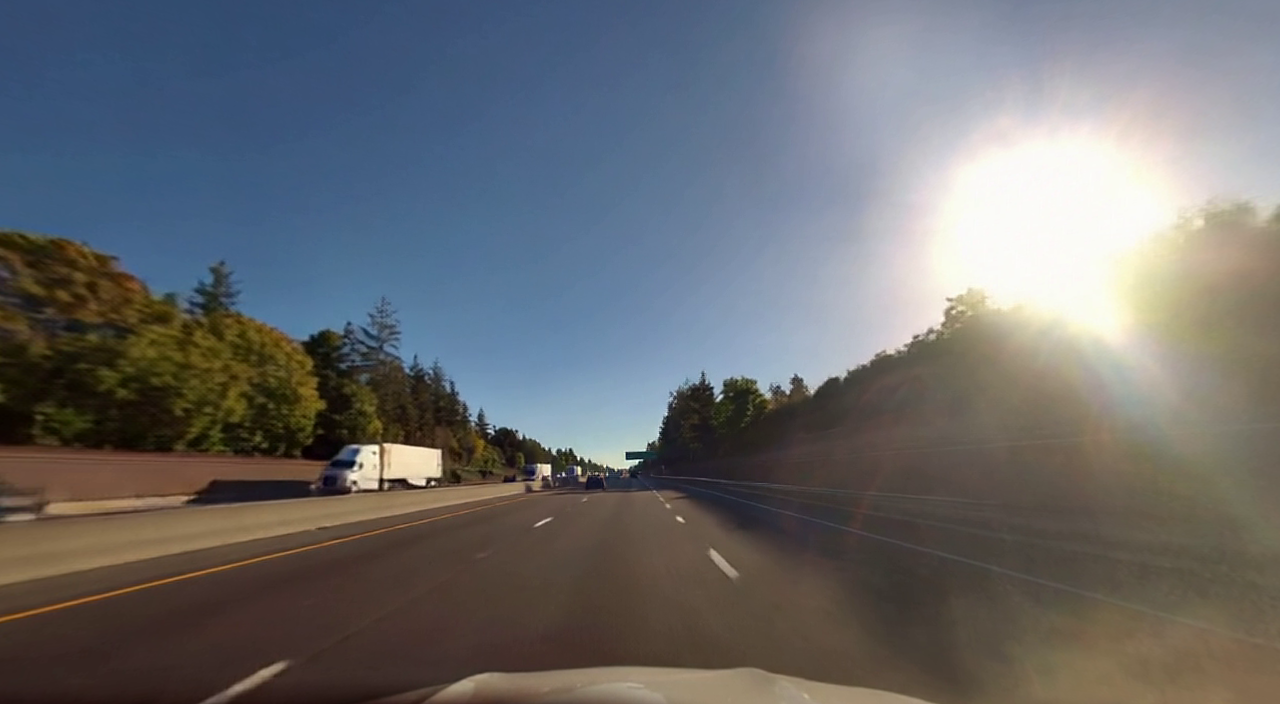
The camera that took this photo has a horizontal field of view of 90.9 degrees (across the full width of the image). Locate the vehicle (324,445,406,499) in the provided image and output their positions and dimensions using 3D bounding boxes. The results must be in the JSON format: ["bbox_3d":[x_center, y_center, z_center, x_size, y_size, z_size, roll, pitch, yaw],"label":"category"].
[{"bbox_3d":[-21.546,9.459,49.968,2.975,3.858,7.495,1,-11,0],"label":"vehicle"}]

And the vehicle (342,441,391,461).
[{"bbox_3d":[-21.537,7.850,49.760,1.795,1.527,4.199,-1,-10,2],"label":"vehicle"}]
